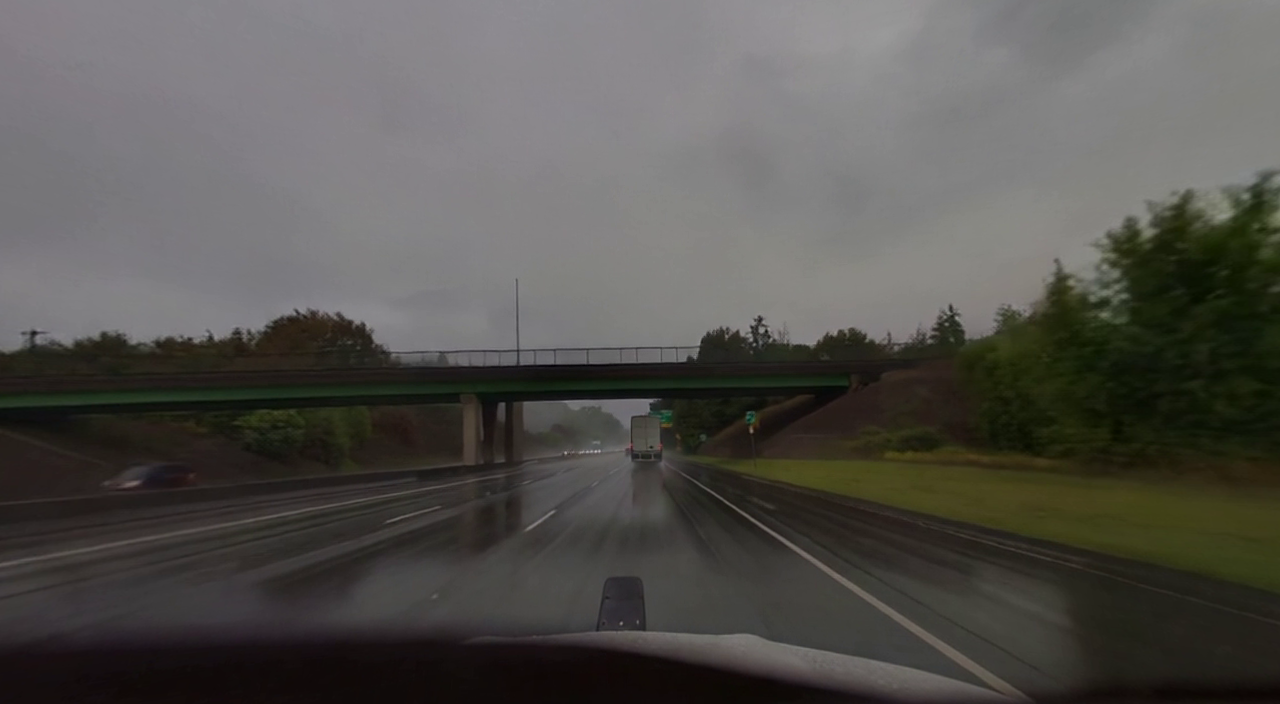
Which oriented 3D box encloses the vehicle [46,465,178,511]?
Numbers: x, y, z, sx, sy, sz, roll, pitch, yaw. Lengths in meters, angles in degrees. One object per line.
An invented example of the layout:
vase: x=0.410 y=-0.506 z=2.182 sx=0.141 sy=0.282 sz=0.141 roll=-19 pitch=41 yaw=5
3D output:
vehicle: x=-24.185 y=6.208 z=29.201 sx=1.923 sy=1.822 sz=4.735 roll=-1 pitch=-9 yaw=1
